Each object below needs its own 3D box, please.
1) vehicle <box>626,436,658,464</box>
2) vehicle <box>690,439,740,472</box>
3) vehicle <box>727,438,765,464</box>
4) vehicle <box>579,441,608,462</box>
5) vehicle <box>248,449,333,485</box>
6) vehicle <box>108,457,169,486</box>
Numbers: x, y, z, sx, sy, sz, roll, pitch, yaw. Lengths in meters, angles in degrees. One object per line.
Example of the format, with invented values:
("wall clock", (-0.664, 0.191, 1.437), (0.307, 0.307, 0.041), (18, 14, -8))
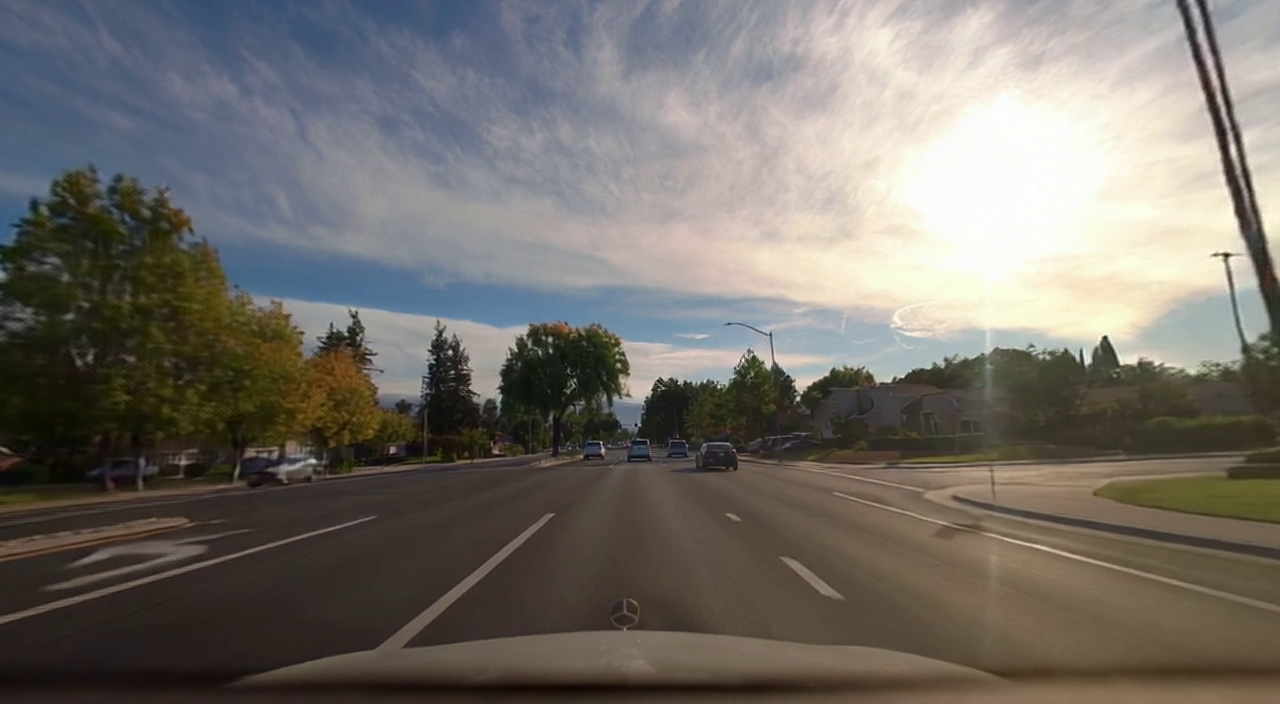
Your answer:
("vehicle", (0.141, 6.635, 42.877), (2.043, 1.734, 4.253), (0, -8, 0))
("vehicle", (3.535, 4.942, 30.457), (1.830, 1.451, 4.009), (0, -8, -1))
("vehicle", (7.670, 7.211, 46.154), (1.933, 1.759, 3.900), (0, -8, -2))
("vehicle", (-3.602, 7.785, 49.764), (2.000, 1.569, 3.794), (0, -8, 0))
("vehicle", (-17.894, 5.881, 32.585), (1.929, 1.691, 4.267), (0, -8, 0))
("vehicle", (-29.127, 6.864, 36.607), (4.771, 1.479, 1.888), (-8, -11, 42))
